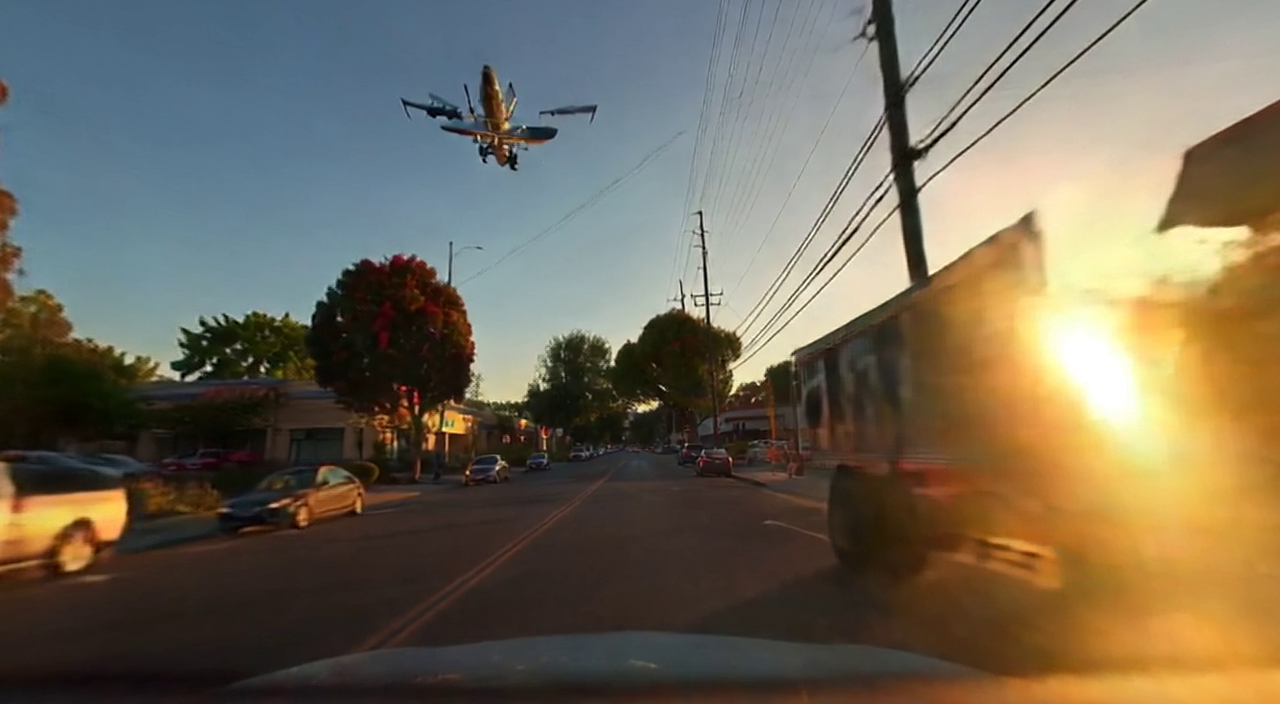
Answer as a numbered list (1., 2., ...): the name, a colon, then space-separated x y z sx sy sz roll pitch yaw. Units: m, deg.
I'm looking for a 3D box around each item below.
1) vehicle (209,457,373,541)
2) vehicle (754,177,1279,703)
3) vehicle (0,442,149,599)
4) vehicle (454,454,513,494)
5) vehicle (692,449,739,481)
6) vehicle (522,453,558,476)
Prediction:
1. vehicle: -7.776 3.256 14.538 1.678 1.468 3.706 -4 -9 0
2. vehicle: 3.935 1.029 7.800 3.011 3.127 8.608 -3 -7 -2
3. vehicle: -7.750 1.817 6.611 1.882 1.639 4.187 -3 -9 0
4. vehicle: -7.538 5.876 30.786 1.787 1.543 4.052 -3 -8 1
5. vehicle: 3.948 6.006 33.834 1.990 1.521 4.693 0 -8 0
6. vehicle: -7.388 8.304 46.833 1.872 1.455 4.350 -4 -8 0
